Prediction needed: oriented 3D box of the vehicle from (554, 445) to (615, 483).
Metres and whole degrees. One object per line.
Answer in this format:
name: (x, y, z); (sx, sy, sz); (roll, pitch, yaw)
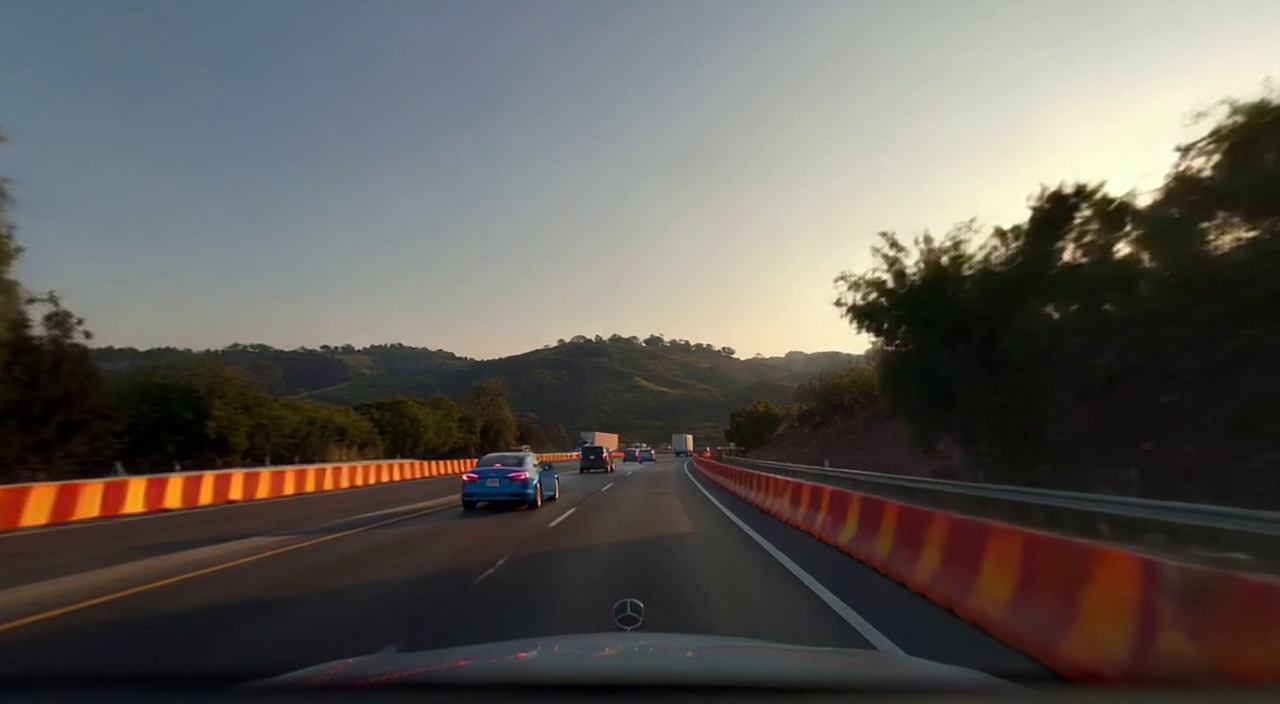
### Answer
vehicle: (-2.302, 4.794, 27.253); (2.094, 1.480, 4.124); (-1, -9, 3)

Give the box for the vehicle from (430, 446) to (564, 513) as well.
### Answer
vehicle: (-3.115, 2.882, 14.662); (2.061, 1.330, 3.928); (0, -9, 2)
